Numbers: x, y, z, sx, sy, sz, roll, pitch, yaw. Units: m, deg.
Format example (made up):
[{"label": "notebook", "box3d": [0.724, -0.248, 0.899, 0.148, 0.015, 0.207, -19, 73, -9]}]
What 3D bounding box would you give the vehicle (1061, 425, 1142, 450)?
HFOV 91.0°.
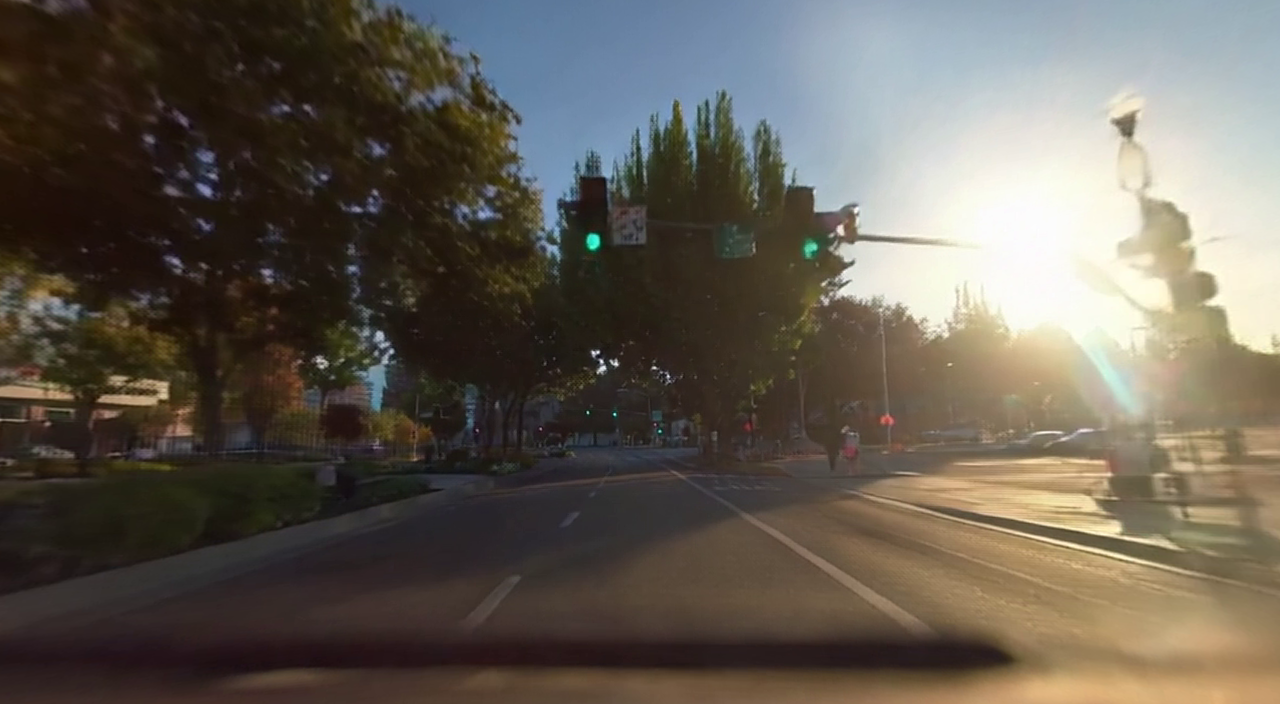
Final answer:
[{"label": "vehicle", "box3d": [31.675, 5.883, 43.306, 4.051, 1.611, 1.944, 1, -8, -2]}]
